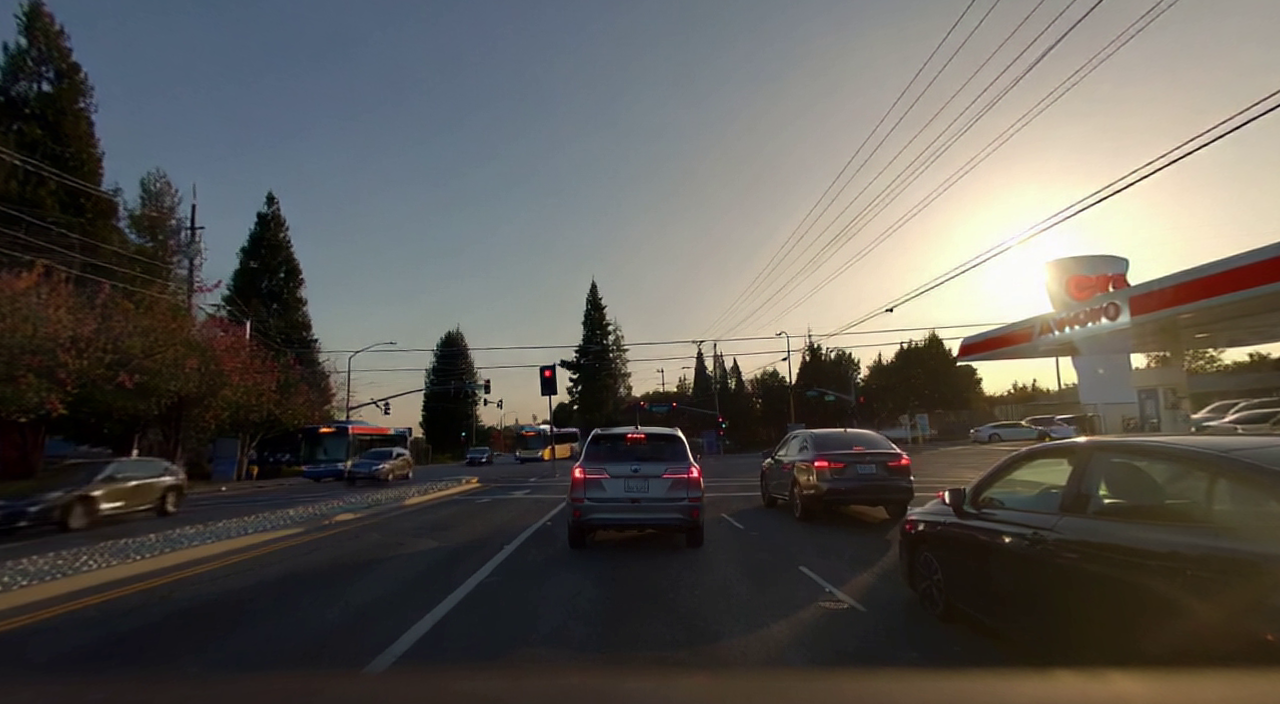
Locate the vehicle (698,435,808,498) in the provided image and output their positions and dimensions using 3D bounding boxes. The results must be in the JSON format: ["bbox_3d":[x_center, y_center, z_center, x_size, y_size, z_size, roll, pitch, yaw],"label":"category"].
[{"bbox_3d":[2.889,3.051,17.254,2.040,1.481,4.407,0,-9,-2],"label":"vehicle"}]

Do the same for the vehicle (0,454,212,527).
[{"bbox_3d":[-13.411,3.350,15.932,1.967,1.486,4.701,0,-9,0],"label":"vehicle"}]

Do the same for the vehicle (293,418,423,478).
[{"bbox_3d":[-18.607,6.525,43.139,3.010,3.475,12.655,0,-9,0],"label":"vehicle"}]

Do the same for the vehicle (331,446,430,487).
[{"bbox_3d":[-10.486,4.628,25.975,2.030,1.498,4.690,0,-9,0],"label":"vehicle"}]

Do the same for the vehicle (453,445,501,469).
[{"bbox_3d":[-10.798,6.989,42.210,1.976,1.483,4.630,0,-9,0],"label":"vehicle"}]

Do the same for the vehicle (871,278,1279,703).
[{"bbox_3d":[3.093,0.863,3.330,2.049,1.813,4.245,0,-9,-1],"label":"vehicle"}]

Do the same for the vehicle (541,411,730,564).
[{"bbox_3d":[-0.102,1.810,9.112,2.087,1.677,4.053,0,-9,-1],"label":"vehicle"}]
